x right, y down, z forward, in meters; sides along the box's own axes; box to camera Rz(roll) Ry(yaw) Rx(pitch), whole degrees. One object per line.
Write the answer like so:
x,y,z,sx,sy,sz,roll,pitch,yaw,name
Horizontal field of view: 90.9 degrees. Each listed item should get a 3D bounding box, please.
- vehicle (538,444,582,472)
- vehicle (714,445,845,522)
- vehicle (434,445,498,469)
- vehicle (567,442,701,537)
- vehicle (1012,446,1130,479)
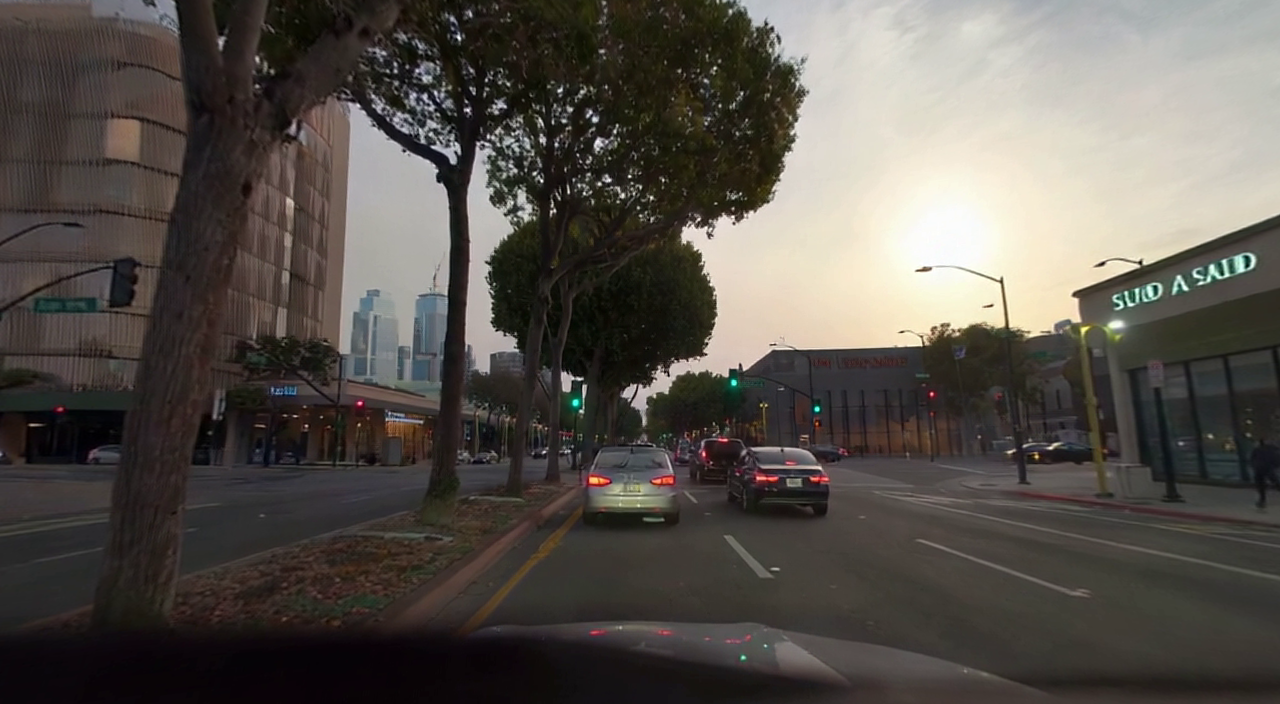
-5.171,6.917,41.251,2.192,1.708,4.291,-1,-9,2,vehicle
2.918,2.827,14.214,1.893,1.446,4.270,0,-8,-1,vehicle
-13.543,8.239,49.506,2.098,1.748,5.353,-3,-9,19,vehicle
-0.125,2.469,11.997,2.087,1.456,4.143,0,-8,-1,vehicle
22.348,5.746,32.814,4.610,1.622,1.934,-1,-9,4,vehicle
